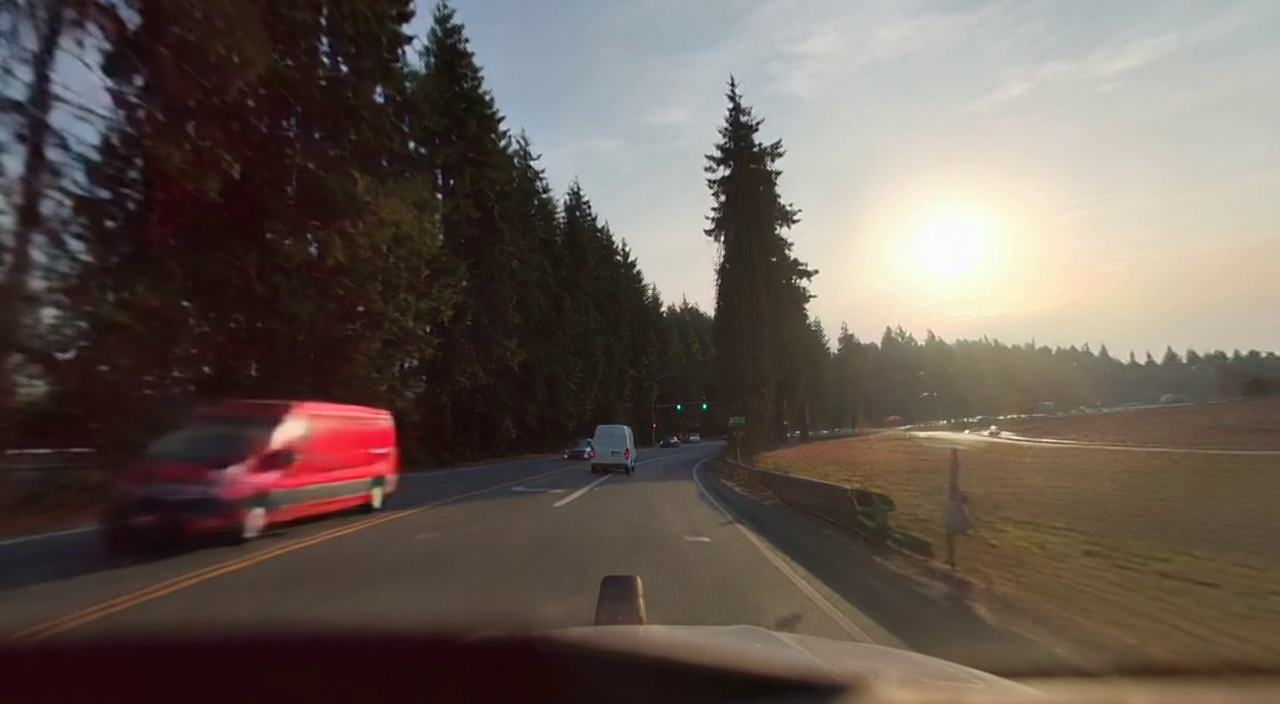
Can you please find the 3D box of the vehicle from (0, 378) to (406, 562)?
[{"bbox_3d":[-5.964,1.700,9.782,2.295,1.981,5.836,0,-8,1],"label":"vehicle"}]

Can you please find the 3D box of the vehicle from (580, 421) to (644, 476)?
[{"bbox_3d":[-1.088,4.258,27.864,2.362,2.185,5.212,0,-8,3],"label":"vehicle"}]
